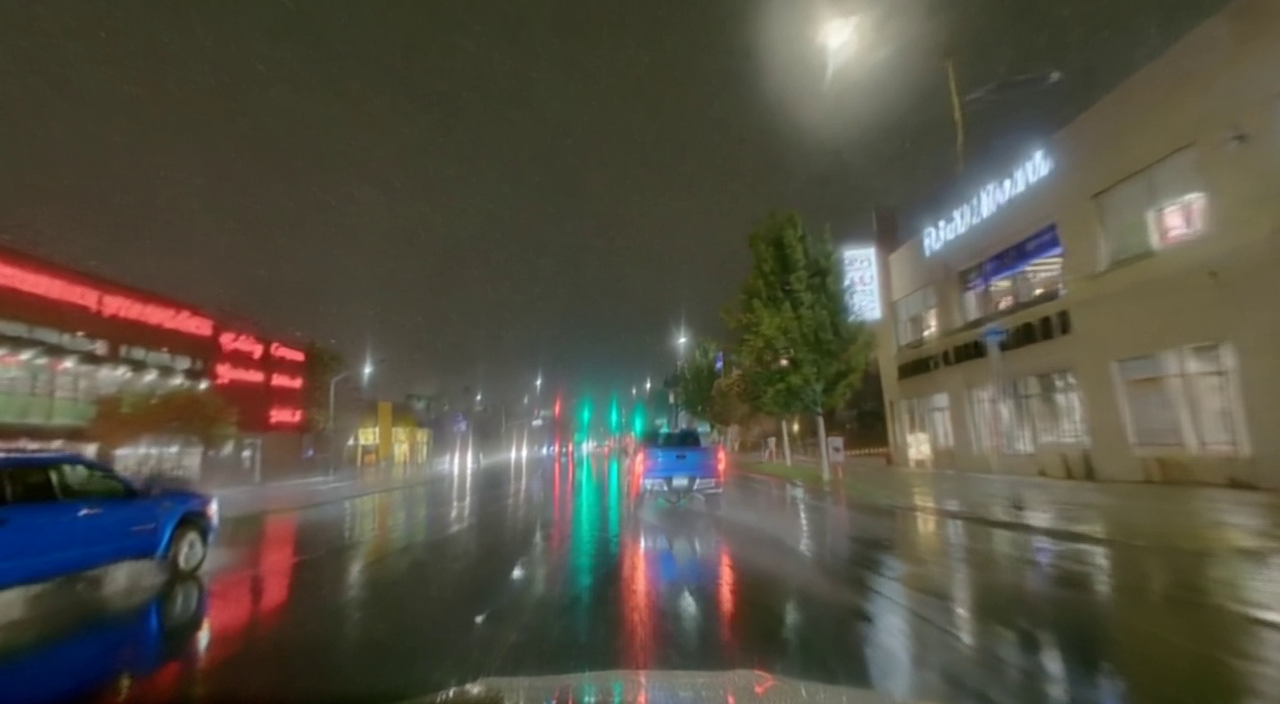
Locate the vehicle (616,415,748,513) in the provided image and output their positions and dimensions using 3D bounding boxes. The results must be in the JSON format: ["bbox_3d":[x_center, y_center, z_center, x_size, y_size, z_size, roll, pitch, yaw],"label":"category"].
[{"bbox_3d":[0.735,2.702,15.624,2.590,1.932,5.776,0,-9,-3],"label":"vehicle"}]

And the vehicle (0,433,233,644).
[{"bbox_3d":[-5.338,1.311,4.506,1.888,1.424,4.553,0,-9,-1],"label":"vehicle"}]
